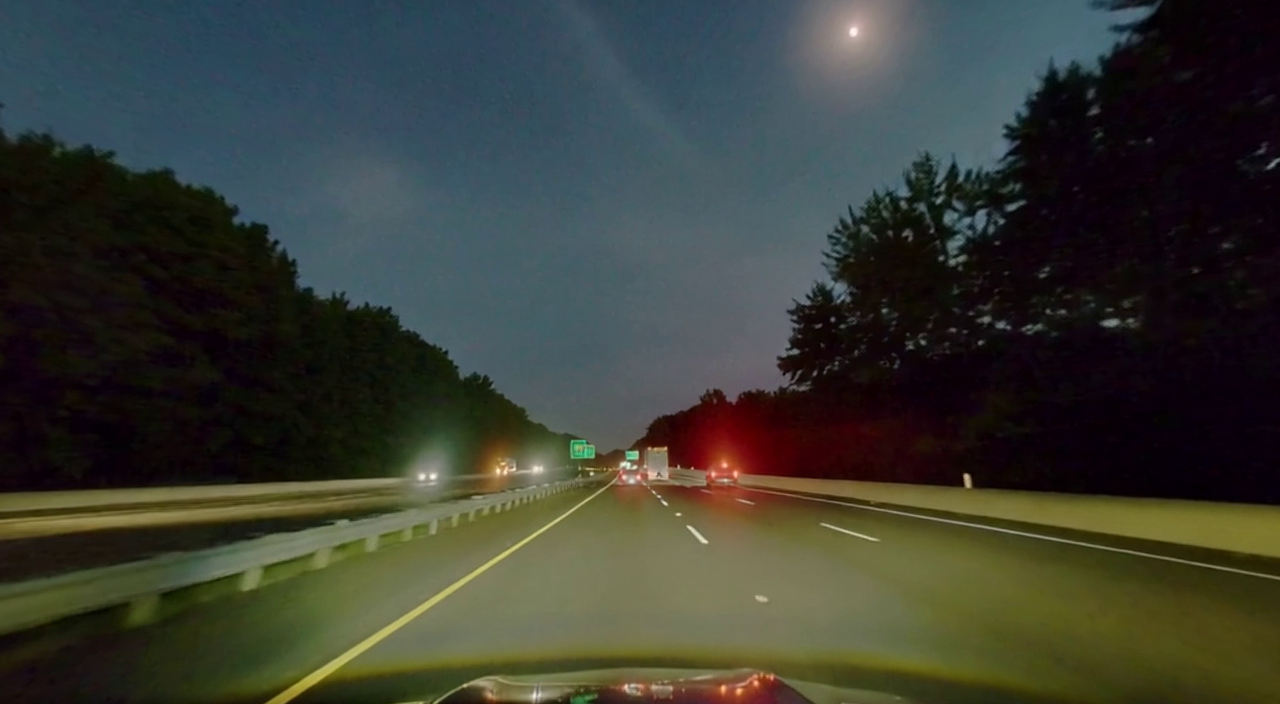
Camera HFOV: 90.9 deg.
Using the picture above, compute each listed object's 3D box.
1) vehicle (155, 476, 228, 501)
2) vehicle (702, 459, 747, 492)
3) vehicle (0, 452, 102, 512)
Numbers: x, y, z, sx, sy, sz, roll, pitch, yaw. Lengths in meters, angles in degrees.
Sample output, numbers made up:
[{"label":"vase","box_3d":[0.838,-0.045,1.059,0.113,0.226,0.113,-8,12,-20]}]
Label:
[{"label":"vehicle","box_3d":[-27.485,8.364,38.767,1.722,1.434,3.692,1,-11,0]},{"label":"vehicle","box_3d":[4.927,7.321,37.374,1.998,1.776,4.663,1,-11,-1]},{"label":"vehicle","box_3d":[-44.179,8.833,42.941,2.876,3.964,14.769,1,-11,-4]}]
